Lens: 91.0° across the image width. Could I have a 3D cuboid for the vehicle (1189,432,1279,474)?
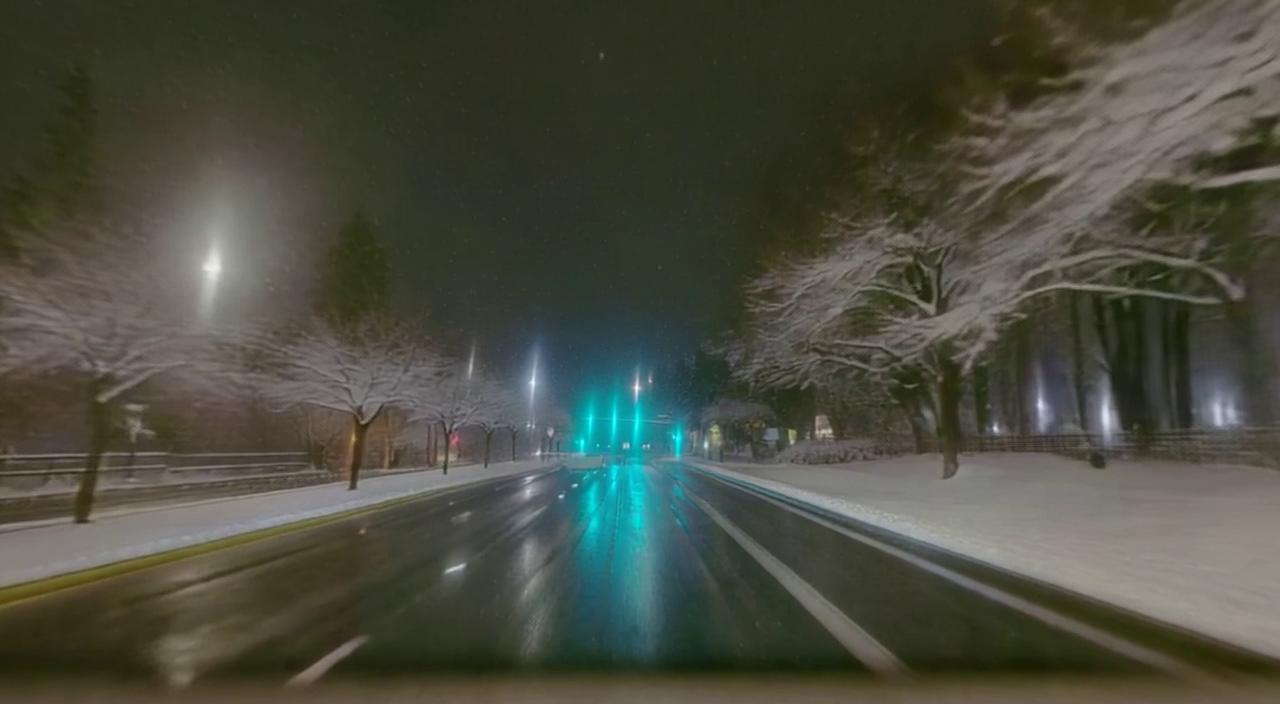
[{"bbox_3d":[23.292,3.778,23.797,1.732,1.447,3.563,1,-8,-1],"label":"vehicle"}]
